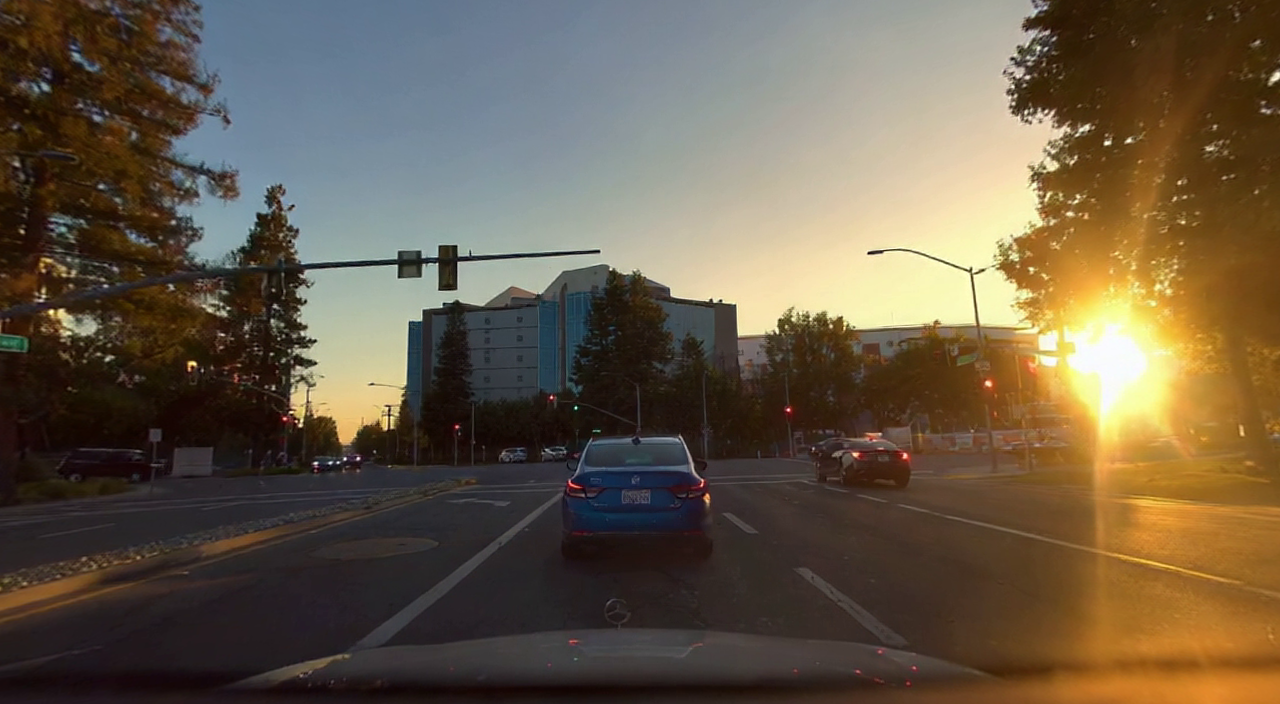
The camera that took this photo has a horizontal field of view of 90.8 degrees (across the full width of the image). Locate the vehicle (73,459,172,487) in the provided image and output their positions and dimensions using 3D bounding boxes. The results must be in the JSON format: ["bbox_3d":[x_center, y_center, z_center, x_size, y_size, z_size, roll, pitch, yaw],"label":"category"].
[{"bbox_3d":[-32.390,7.556,39.638,4.401,1.625,1.863,0,-8,-4],"label":"vehicle"}]

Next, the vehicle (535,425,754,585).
[{"bbox_3d":[-0.016,1.763,8.146,2.070,1.488,4.206,0,-8,-2],"label":"vehicle"}]

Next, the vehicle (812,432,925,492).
[{"bbox_3d":[7.056,3.439,20.072,2.039,1.692,4.319,0,-8,1],"label":"vehicle"}]
